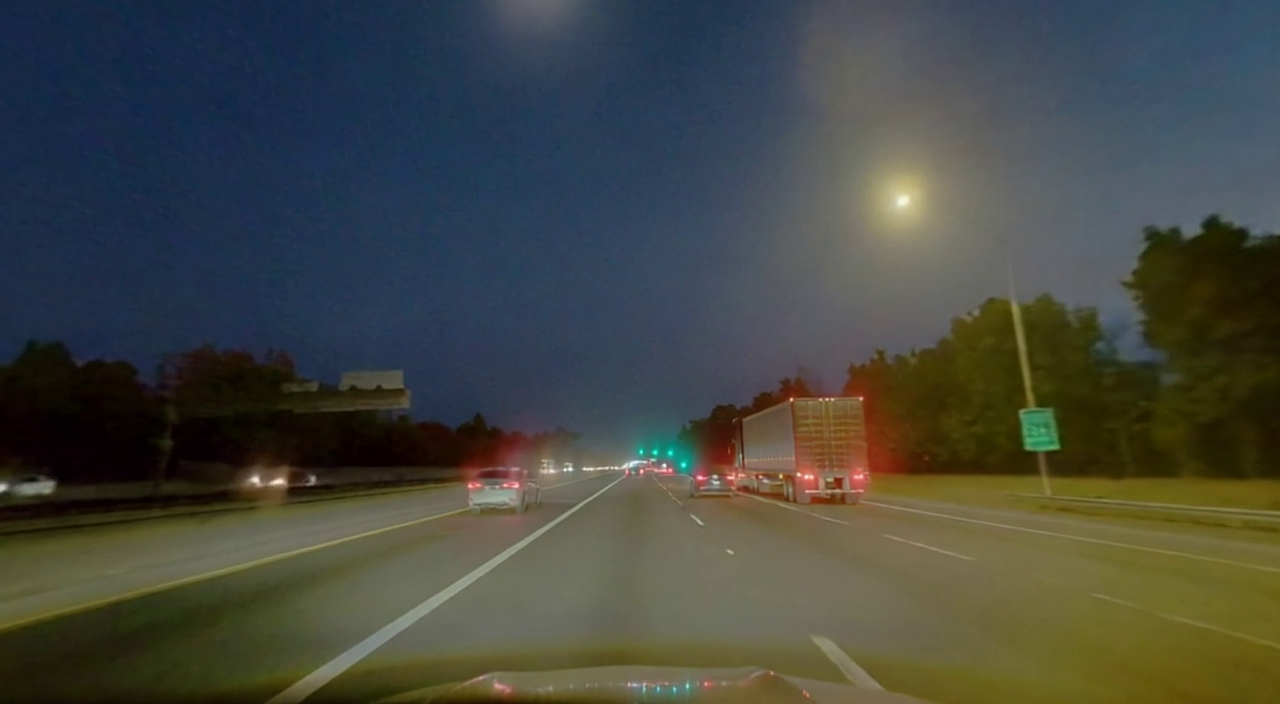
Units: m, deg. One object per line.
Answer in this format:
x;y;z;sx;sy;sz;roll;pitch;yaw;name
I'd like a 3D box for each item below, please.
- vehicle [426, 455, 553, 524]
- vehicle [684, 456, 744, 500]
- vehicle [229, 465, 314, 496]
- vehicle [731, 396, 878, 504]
-3.728;3.531;16.556;2.065;1.485;4.682;1;-10;1;vehicle
3.186;5.561;27.936;2.050;1.708;4.457;1;-10;-1;vehicle
-18.684;6.521;32.101;1.820;1.466;4.099;1;-10;0;vehicle
7.567;5.325;32.898;2.861;4.086;17.499;1;-10;-1;vehicle
